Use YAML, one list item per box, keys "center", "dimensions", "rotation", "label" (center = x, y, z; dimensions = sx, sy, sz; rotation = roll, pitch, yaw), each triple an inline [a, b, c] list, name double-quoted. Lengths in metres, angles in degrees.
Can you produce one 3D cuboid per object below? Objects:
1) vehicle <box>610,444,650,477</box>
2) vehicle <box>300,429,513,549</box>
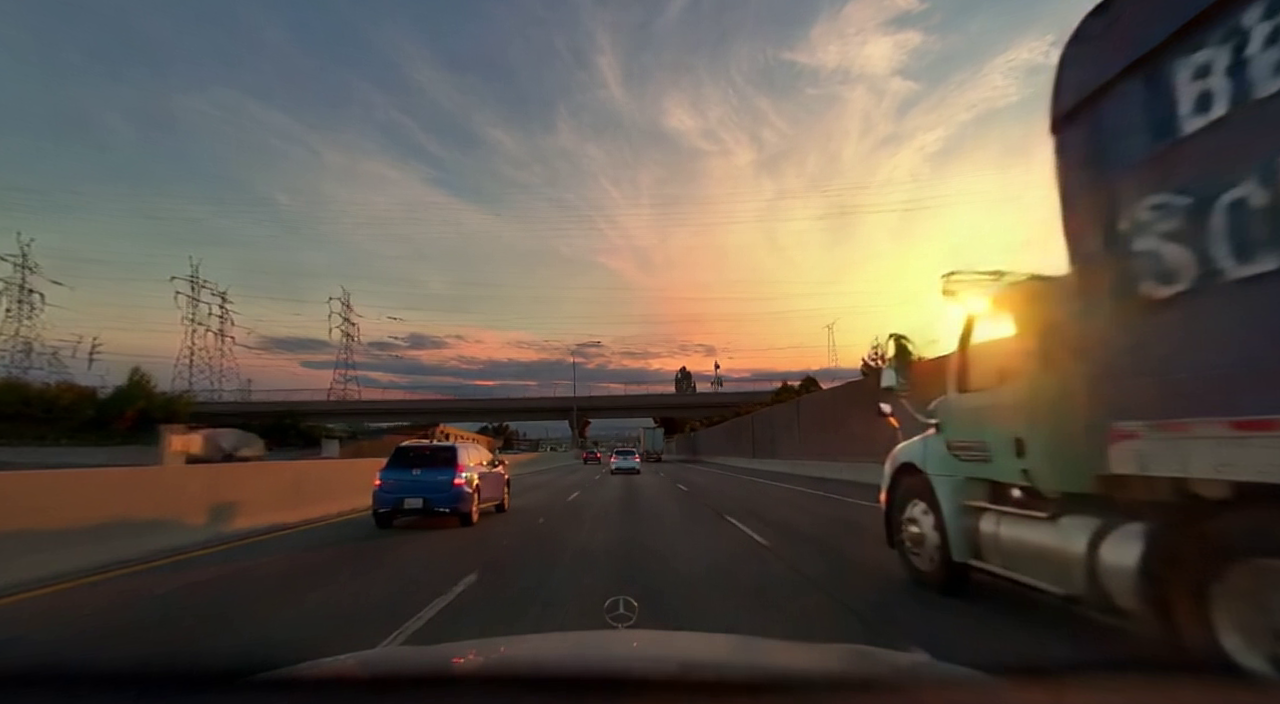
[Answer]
- center: [-0.545, 5.710, 33.337]
  dimensions: [2.004, 1.615, 4.113]
  rotation: [0, -9, -1]
  label: "vehicle"
- center: [-3.473, 2.108, 10.280]
  dimensions: [1.987, 1.548, 3.981]
  rotation: [0, -9, -1]
  label: "vehicle"
